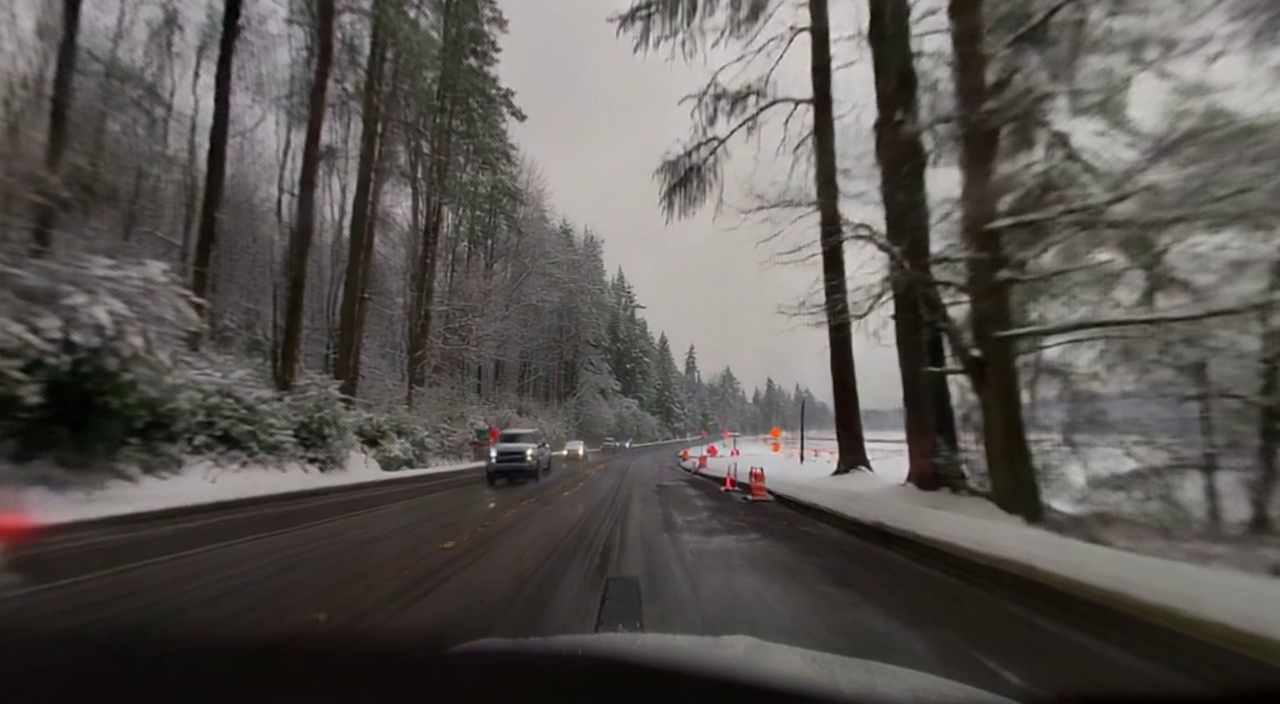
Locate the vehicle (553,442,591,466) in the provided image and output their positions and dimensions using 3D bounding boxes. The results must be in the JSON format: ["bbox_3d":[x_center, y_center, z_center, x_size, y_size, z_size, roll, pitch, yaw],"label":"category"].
[{"bbox_3d":[-4.490,6.780,42.191,1.964,1.481,4.199,-1,-8,2],"label":"vehicle"}]

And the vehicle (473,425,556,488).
[{"bbox_3d":[-4.411,3.740,22.970,2.064,2.009,4.512,-1,-8,0],"label":"vehicle"}]
